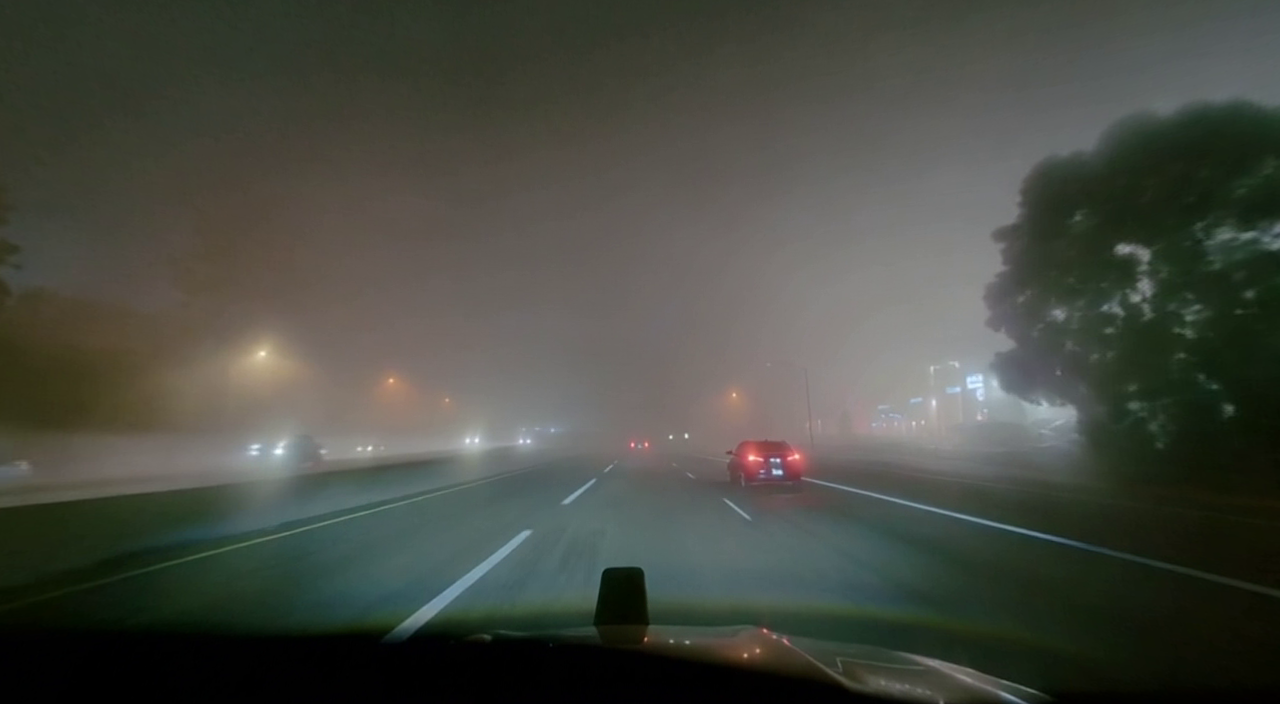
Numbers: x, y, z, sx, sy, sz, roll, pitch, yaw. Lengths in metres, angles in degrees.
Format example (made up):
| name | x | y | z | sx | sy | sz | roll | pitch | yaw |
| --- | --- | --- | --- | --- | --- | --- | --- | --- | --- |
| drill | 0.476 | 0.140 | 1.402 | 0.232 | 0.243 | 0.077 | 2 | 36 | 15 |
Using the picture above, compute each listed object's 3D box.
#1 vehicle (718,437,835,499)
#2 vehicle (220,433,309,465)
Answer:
| name | x | y | z | sx | sy | sz | roll | pitch | yaw |
| --- | --- | --- | --- | --- | --- | --- | --- | --- | --- |
| vehicle | 3.468 | 3.026 | 16.930 | 2.069 | 1.431 | 4.313 | 0 | -8 | -2 |
| vehicle | -20.917 | 5.414 | 35.440 | 2.108 | 1.667 | 4.823 | 0 | -8 | -2 |
